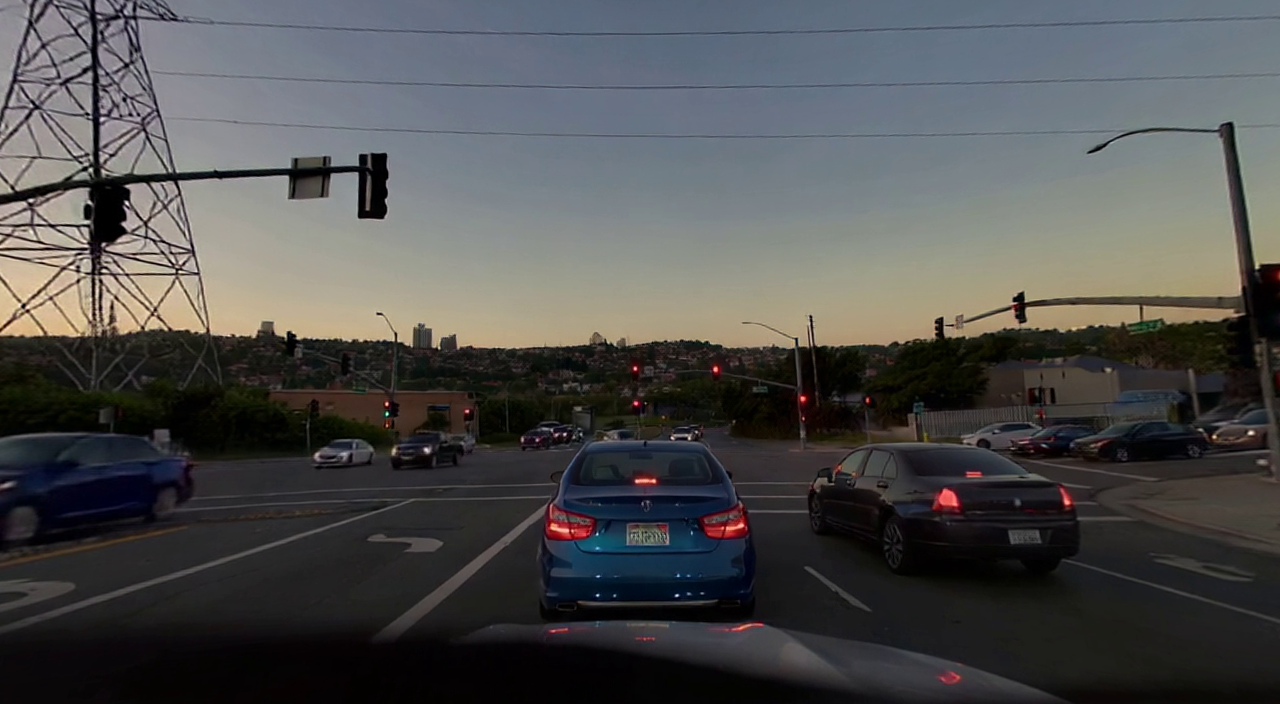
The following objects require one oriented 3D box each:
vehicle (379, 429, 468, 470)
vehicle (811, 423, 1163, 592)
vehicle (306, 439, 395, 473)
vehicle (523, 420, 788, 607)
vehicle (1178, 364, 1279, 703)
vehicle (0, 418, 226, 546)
[{"bbox_3d":[-10.012,4.577,29.641,2.239,1.719,4.948,-1,-8,3],"label":"vehicle"},{"bbox_3d":[3.654,1.687,7.727,1.835,1.473,4.190,0,-8,-2],"label":"vehicle"},{"bbox_3d":[-13.764,4.956,30.308,1.982,1.469,4.583,-1,-8,2],"label":"vehicle"},{"bbox_3d":[0.113,1.600,7.134,2.117,1.474,4.036,0,-8,0],"label":"vehicle"},{"bbox_3d":[3.409,0.592,0.632,1.926,1.614,4.330,0,-8,1],"label":"vehicle"},{"bbox_3d":[-10.245,2.161,10.951,2.161,1.818,5.672,0,-8,1],"label":"vehicle"}]
